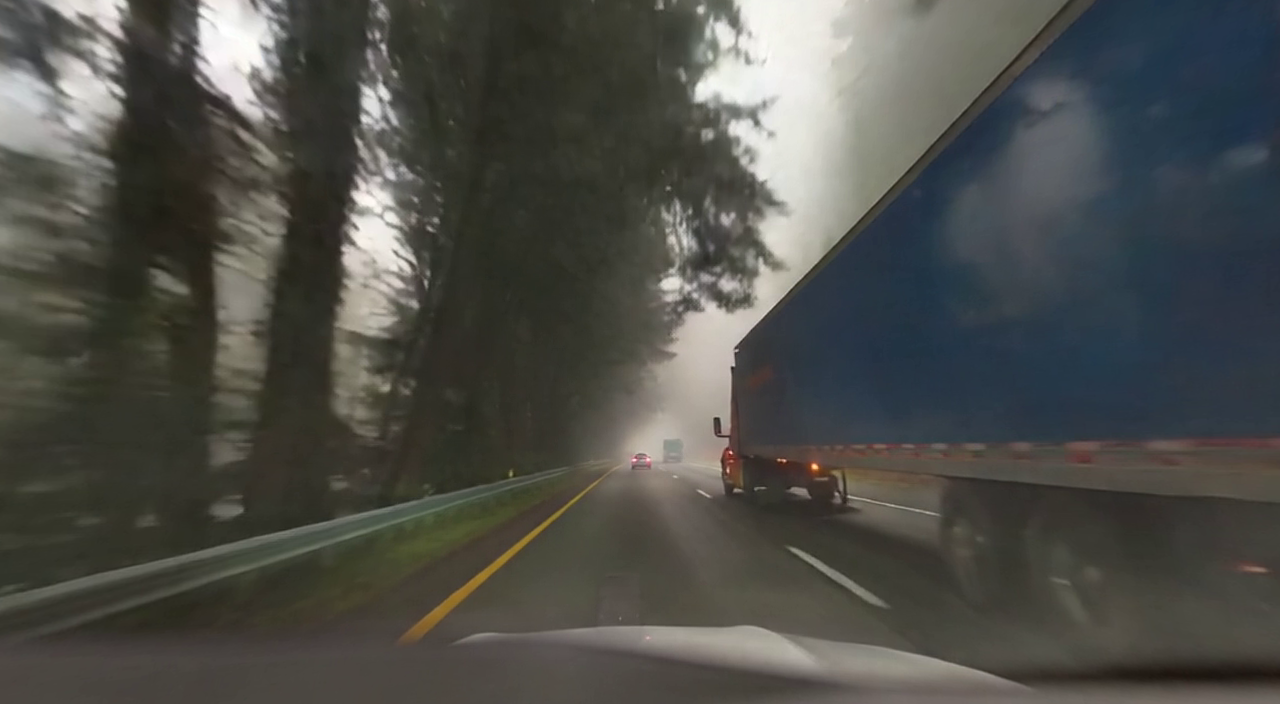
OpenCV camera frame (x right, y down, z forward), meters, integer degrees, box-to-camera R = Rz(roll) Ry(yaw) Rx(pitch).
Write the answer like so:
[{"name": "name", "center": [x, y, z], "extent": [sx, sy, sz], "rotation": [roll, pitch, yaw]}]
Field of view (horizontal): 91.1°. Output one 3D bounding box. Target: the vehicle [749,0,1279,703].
[{"name": "vehicle", "center": [3.861, 0.352, 6.810], "extent": [3.440, 4.090, 11.380], "rotation": [-1, -9, 1]}]
